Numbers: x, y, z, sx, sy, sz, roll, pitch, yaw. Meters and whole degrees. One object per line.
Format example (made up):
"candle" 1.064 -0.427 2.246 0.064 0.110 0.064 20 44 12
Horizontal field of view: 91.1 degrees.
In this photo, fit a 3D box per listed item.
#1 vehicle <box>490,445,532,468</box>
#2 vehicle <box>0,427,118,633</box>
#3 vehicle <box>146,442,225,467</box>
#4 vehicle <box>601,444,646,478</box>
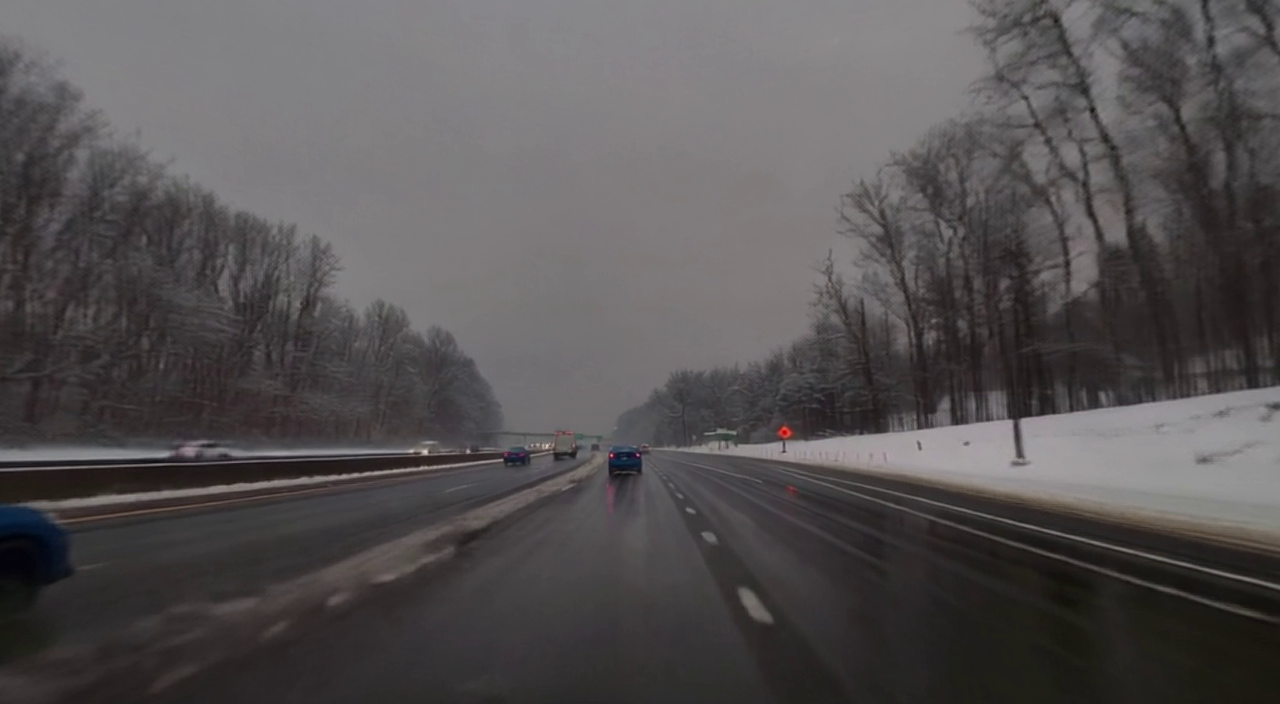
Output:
"vehicle" -8.863 7.172 43.432 1.946 1.472 4.472 0 -8 -1
"vehicle" -5.487 1.049 3.084 2.001 1.415 4.360 0 -8 2
"vehicle" -30.108 6.785 41.747 1.880 1.524 4.473 0 -9 0
"vehicle" -0.708 5.106 29.661 1.963 1.462 4.681 0 -8 0
